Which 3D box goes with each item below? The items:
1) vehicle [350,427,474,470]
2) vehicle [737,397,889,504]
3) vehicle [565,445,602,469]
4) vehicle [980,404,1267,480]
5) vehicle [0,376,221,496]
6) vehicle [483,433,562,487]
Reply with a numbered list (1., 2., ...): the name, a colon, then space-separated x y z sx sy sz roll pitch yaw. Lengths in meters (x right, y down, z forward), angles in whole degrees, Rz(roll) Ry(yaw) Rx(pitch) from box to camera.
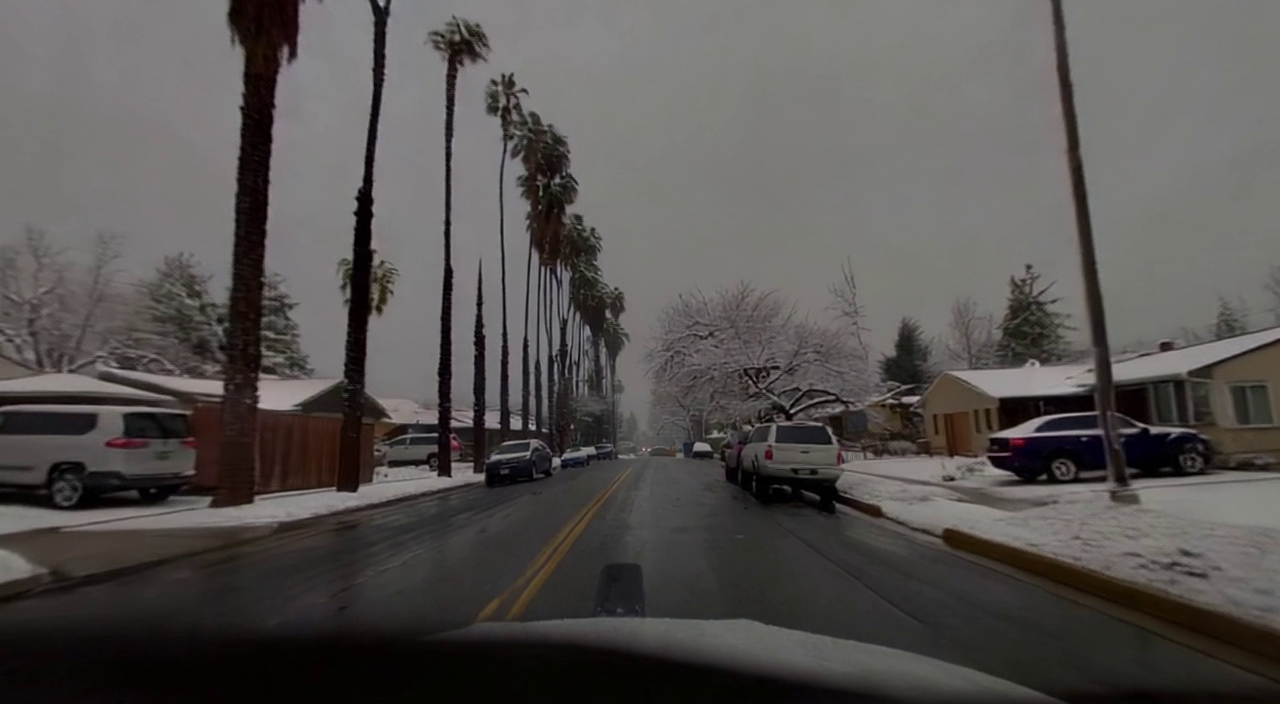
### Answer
1. vehicle: -10.758 4.600 30.192 4.991 1.947 2.329 0 -8 0
2. vehicle: 3.800 2.362 15.303 2.184 2.038 6.212 0 -9 3
3. vehicle: -3.727 7.097 42.436 2.080 1.479 4.531 -1 -10 0
4. vehicle: 10.348 1.987 13.863 4.643 1.520 1.826 -1 -9 4
5. vehicle: -11.241 1.552 11.607 5.340 1.948 2.398 0 -9 2
6. vehicle: -4.378 4.058 24.374 2.147 1.823 4.725 -1 -7 0
